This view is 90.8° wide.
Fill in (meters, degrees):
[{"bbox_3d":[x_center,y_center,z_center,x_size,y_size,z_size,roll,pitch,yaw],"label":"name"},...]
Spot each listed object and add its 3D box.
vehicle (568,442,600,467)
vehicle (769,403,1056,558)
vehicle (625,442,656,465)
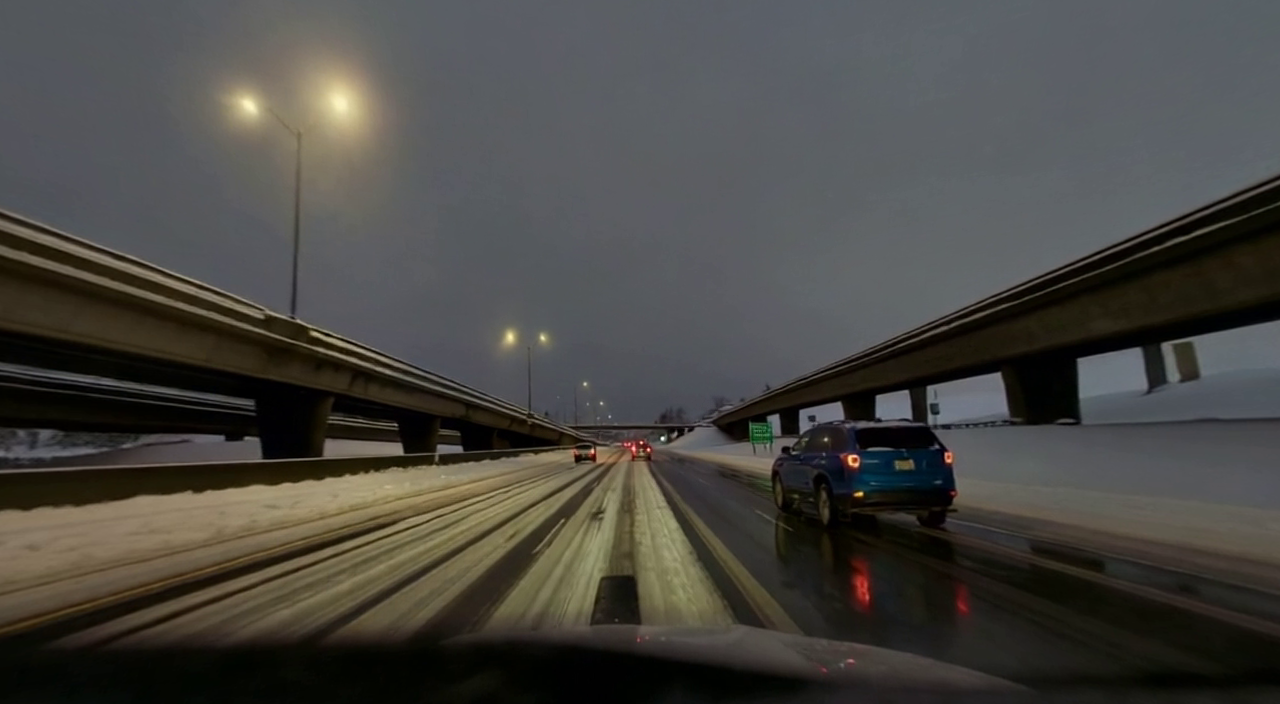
[{"bbox_3d":[-3.948,7.320,45.370,2.000,1.646,4.201,0,-8,-1],"label":"vehicle"},{"bbox_3d":[3.777,1.890,10.050,2.288,1.841,4.779,0,-8,-2],"label":"vehicle"},{"bbox_3d":[-0.011,7.607,47.399,2.132,1.657,3.967,0,-8,-2],"label":"vehicle"}]
